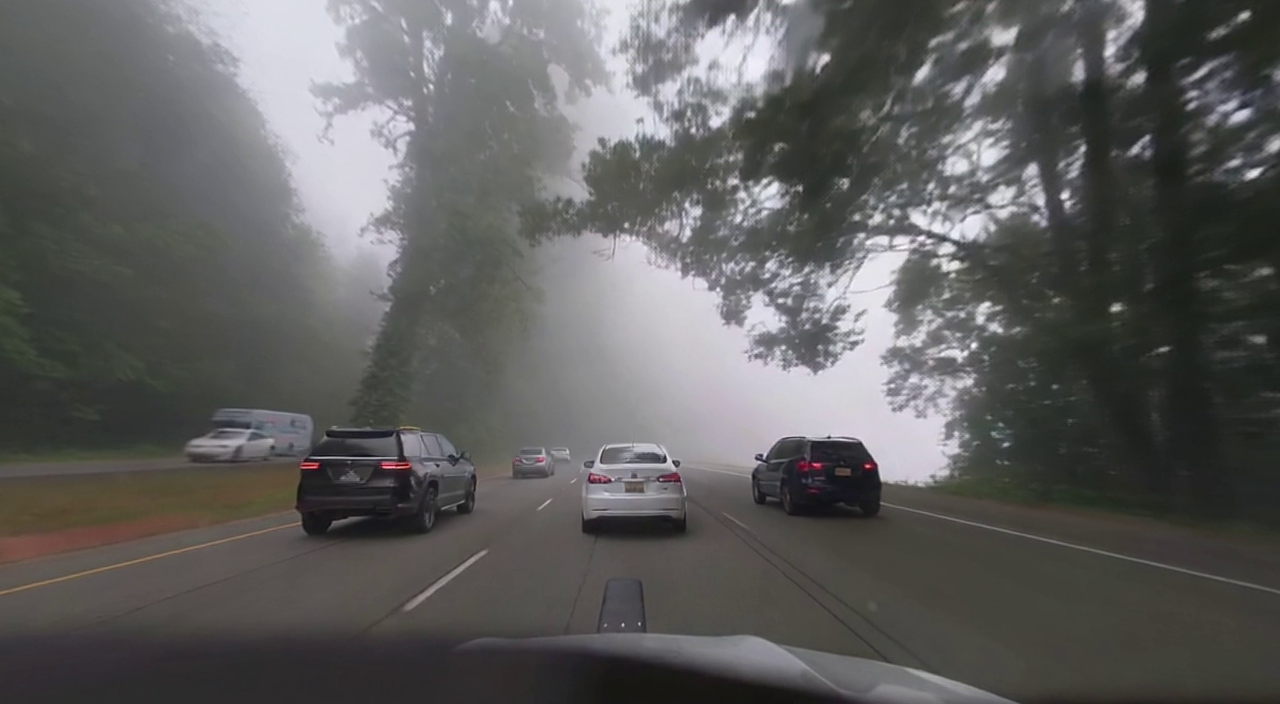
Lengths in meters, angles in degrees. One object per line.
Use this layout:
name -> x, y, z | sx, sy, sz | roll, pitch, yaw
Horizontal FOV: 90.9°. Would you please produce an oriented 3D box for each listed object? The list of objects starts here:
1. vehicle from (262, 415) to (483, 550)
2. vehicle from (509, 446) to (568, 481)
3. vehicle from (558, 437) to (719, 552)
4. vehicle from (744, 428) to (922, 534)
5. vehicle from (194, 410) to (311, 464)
vehicle -> -3.941, 1.989, 10.190 | 1.830, 1.703, 4.142 | 0, -9, -1
vehicle -> -4.557, 5.057, 28.834 | 2.122, 1.491, 3.800 | 0, -9, -1
vehicle -> -0.093, 2.201, 10.443 | 2.120, 1.478, 4.179 | 0, -9, -2
vehicle -> 3.488, 2.423, 12.378 | 1.996, 1.688, 4.207 | 0, -9, -2
vehicle -> -21.081, 4.762, 34.790 | 2.417, 2.689, 6.486 | 0, -9, -2
